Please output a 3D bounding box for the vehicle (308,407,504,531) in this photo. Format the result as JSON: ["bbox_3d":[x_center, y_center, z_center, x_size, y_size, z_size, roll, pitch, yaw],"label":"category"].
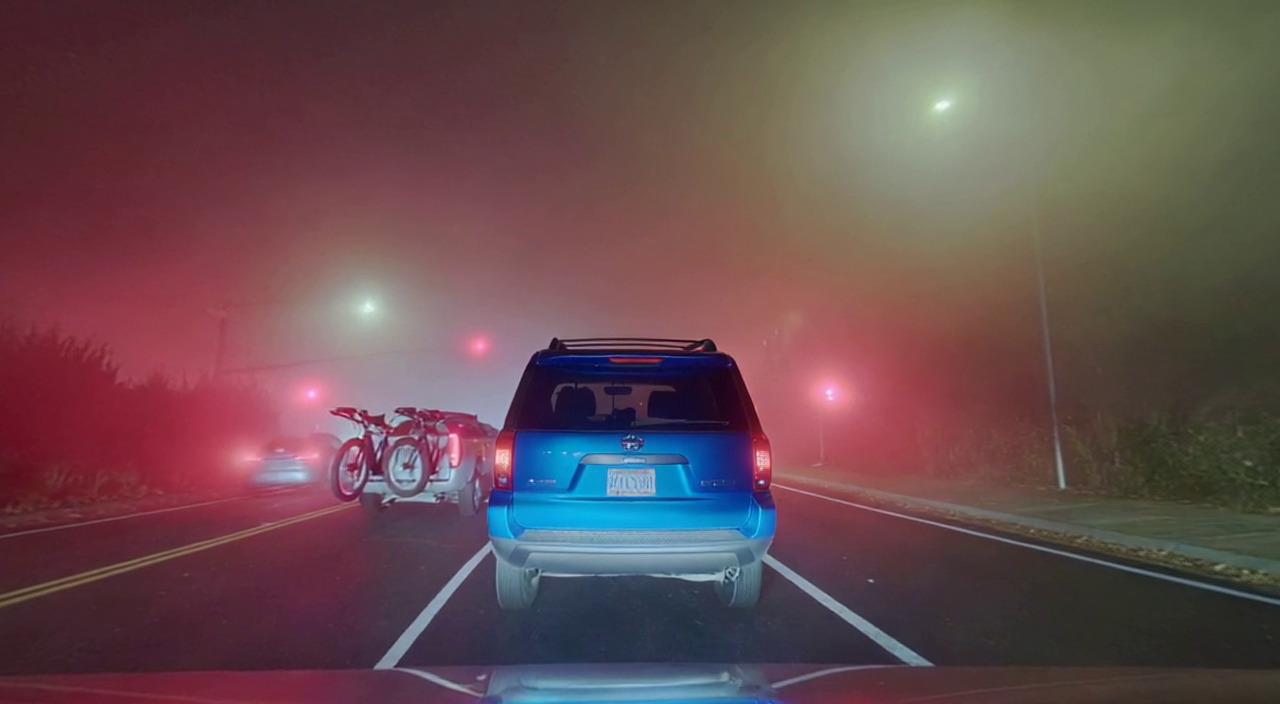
[{"bbox_3d":[-4.176,2.194,12.467,2.337,1.858,5.409,1,-9,-7],"label":"vehicle"}]

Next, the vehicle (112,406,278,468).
[{"bbox_3d":[-28.086,5.423,40.279,8.040,3.335,3.070,-2,-9,-8],"label":"vehicle"}]

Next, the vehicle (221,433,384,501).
[{"bbox_3d":[-8.517,2.929,16.499,2.024,1.511,4.550,1,-8,-4],"label":"vehicle"}]

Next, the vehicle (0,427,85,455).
[{"bbox_3d":[-36.368,5.383,38.082,3.926,1.536,1.731,0,-8,-8],"label":"vehicle"}]

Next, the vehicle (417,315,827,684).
[{"bbox_3d":[-0.237,1.158,6.001,2.333,2.087,4.586,0,-8,-4],"label":"vehicle"}]
